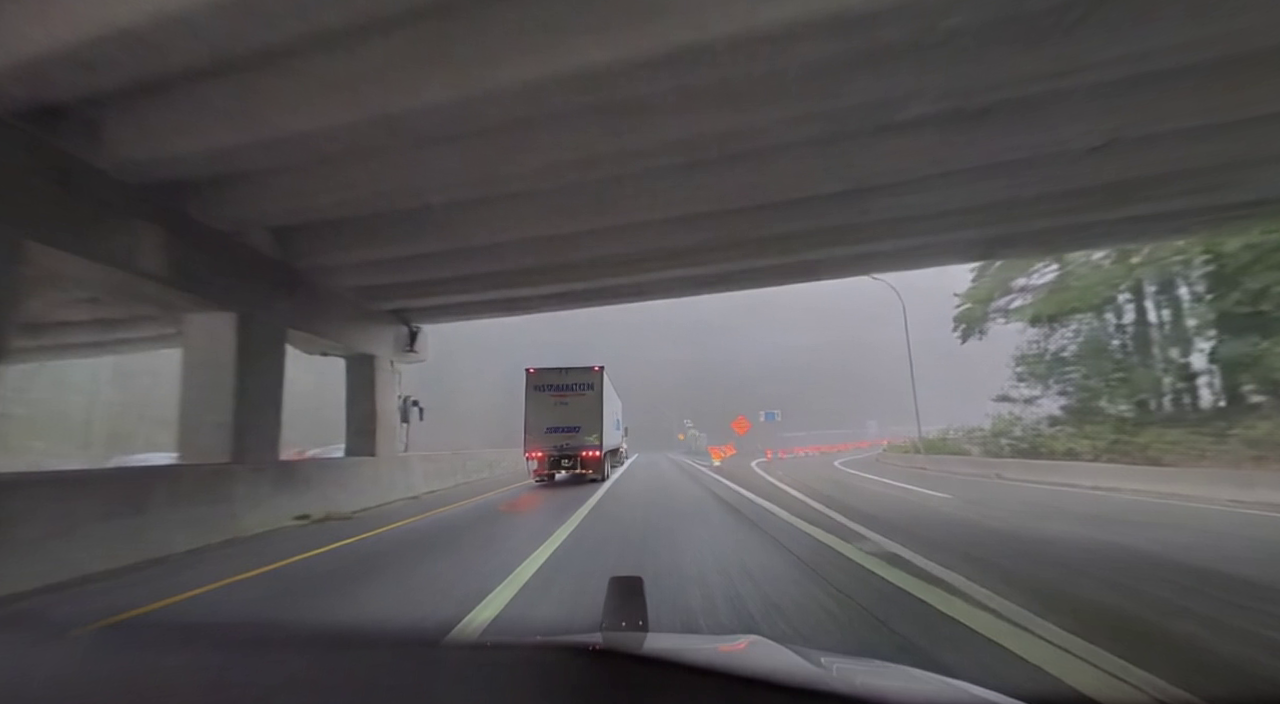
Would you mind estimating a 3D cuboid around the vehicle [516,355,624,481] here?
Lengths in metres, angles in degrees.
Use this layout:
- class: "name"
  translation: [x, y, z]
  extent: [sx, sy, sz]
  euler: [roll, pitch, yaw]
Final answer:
- class: "vehicle"
  translation: [-2.486, 3.406, 28.634]
  extent: [2.873, 4.060, 16.327]
  euler: [-1, -9, 1]

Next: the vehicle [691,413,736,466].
- class: "vehicle"
  translation: [5.135, 6.163, 44.601]
  extent: [2.928, 3.571, 3.032]
  euler: [0, -8, 3]
